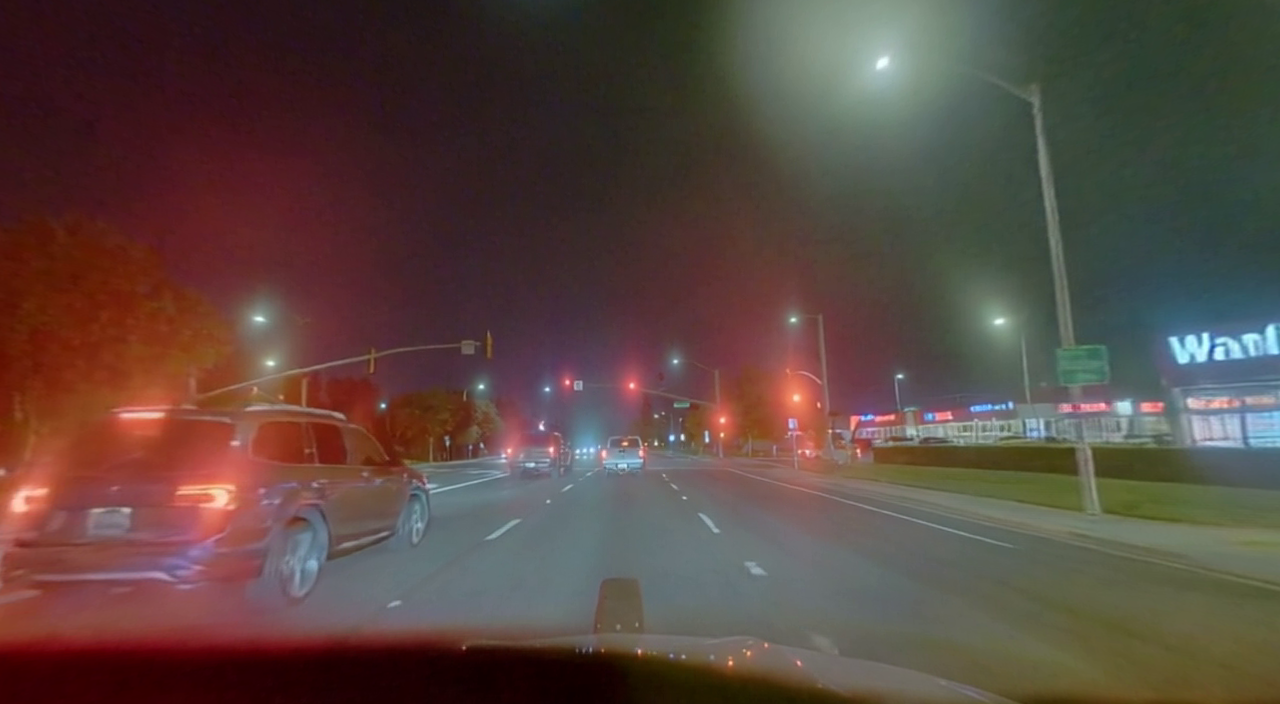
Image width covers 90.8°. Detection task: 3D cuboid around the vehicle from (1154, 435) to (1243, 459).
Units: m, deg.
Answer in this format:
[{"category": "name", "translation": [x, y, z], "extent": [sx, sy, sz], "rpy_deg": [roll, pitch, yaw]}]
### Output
[{"category": "vehicle", "translation": [38.262, 6.506, 43.324], "extent": [4.317, 1.517, 1.965], "rpy_deg": [1, -8, -2]}]

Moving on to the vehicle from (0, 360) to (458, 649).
[{"category": "vehicle", "translation": [-3.757, 1.346, 6.641], "extent": [2.159, 1.877, 4.925], "rpy_deg": [0, -8, 1]}]

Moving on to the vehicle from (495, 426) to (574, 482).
[{"category": "vehicle", "translation": [-4.096, 4.097, 25.640], "extent": [2.252, 1.999, 5.605], "rpy_deg": [0, -8, 0]}]

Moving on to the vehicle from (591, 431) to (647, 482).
[{"category": "vehicle", "translation": [-0.809, 4.127, 25.204], "extent": [2.061, 1.809, 4.141], "rpy_deg": [0, -8, -1]}]

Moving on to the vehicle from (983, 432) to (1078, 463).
[{"category": "vehicle", "translation": [26.558, 6.492, 43.084], "extent": [5.039, 1.877, 2.076], "rpy_deg": [-2, -8, -1]}]
